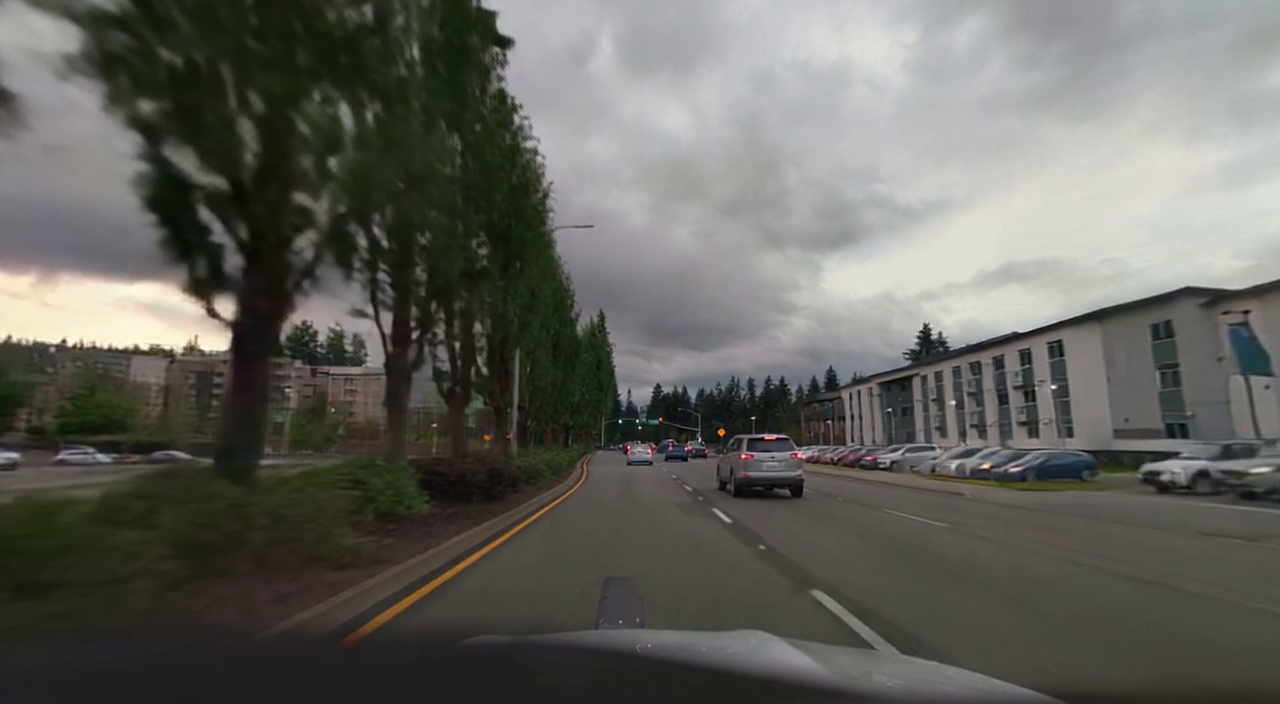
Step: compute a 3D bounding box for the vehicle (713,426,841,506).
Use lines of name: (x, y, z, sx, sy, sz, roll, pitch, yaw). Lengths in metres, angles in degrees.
vehicle: (3.425, 2.998, 16.944, 2.235, 1.806, 4.818, 0, -9, -1)

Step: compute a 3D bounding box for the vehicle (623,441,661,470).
vehicle: (0.101, 6.144, 37.638, 2.145, 1.572, 4.021, 0, -9, -1)

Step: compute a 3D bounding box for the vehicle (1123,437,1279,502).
vehicle: (16.473, 3.328, 18.364, 1.914, 1.644, 4.378, -2, -8, 10)

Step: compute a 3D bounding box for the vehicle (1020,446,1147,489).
vehicle: (17.458, 4.519, 24.899, 3.958, 1.524, 2.061, 3, -10, -20)
